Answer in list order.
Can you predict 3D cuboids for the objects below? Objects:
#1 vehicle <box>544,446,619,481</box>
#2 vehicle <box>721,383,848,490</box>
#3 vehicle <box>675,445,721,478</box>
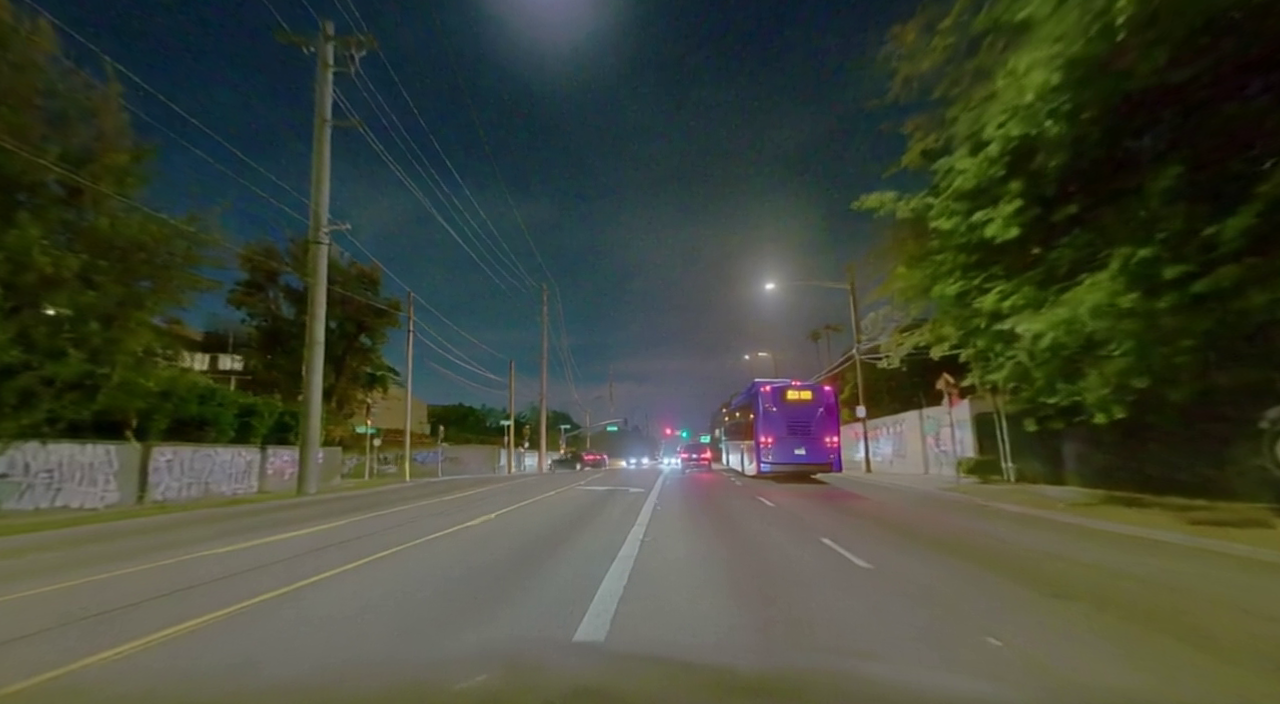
[{"bbox_3d":[-2.954,5.412,31.008,2.018,1.544,4.420,4,-10,-29],"label":"vehicle"},{"bbox_3d":[5.470,3.663,26.774,3.045,3.447,12.604,-1,-9,3],"label":"vehicle"},{"bbox_3d":[2.739,5.246,30.629,1.961,1.470,4.196,-1,-8,2],"label":"vehicle"}]
